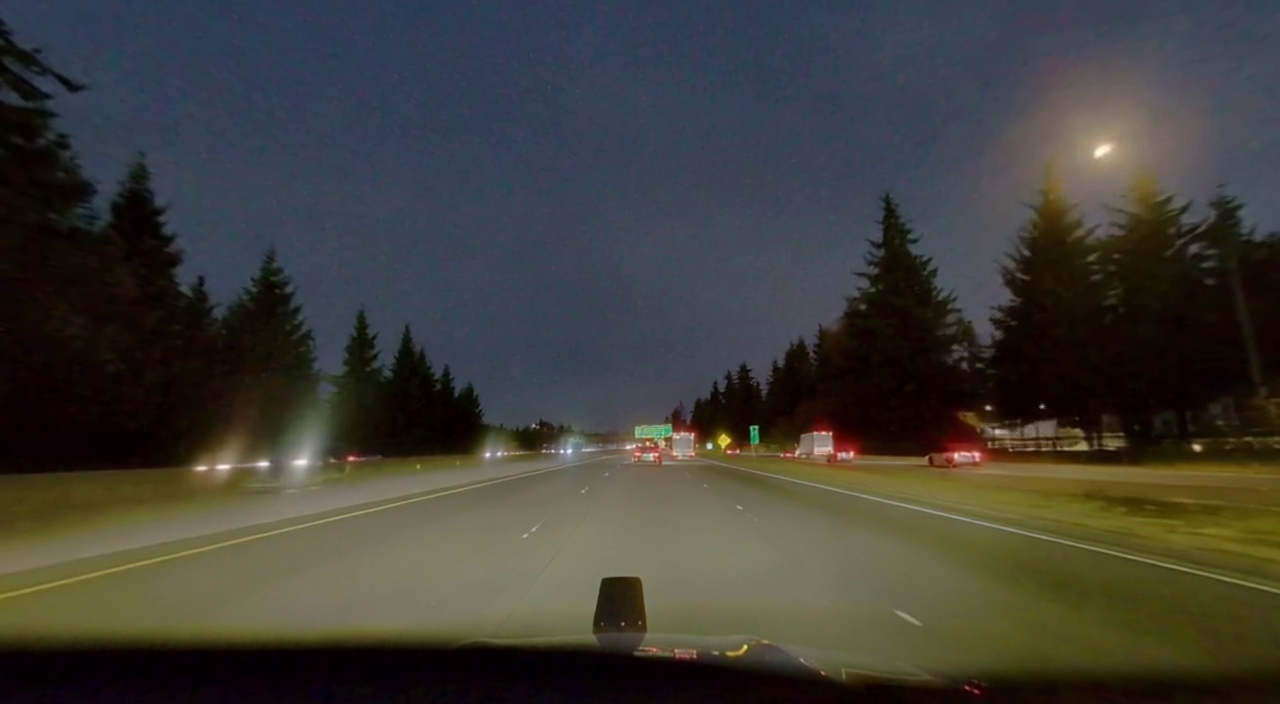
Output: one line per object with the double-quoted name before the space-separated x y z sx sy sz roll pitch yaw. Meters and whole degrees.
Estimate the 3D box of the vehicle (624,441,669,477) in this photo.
"vehicle" 0.370 5.000 29.658 1.936 1.545 4.116 -1 -9 3

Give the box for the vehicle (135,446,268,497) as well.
"vehicle" -16.746 4.553 24.369 1.951 1.749 4.298 0 -9 1

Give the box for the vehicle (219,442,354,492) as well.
"vehicle" -11.907 3.886 21.647 1.969 1.539 4.538 0 -9 0
